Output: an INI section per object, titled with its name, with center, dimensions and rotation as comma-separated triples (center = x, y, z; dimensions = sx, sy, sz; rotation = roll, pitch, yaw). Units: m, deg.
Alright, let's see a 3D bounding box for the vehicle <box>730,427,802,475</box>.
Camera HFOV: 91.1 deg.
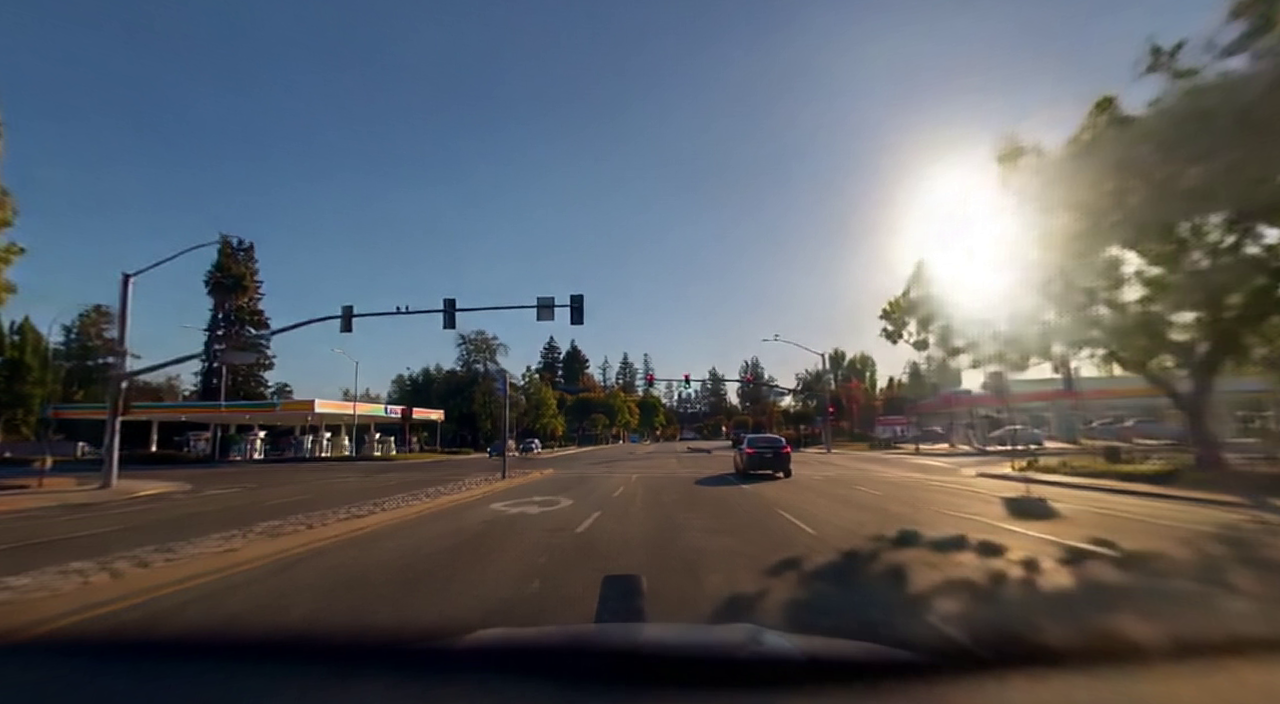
[vehicle]
center = 4.786, 3.834, 24.468
dimensions = 2.090, 1.717, 4.063
rotation = 0, -8, 2
